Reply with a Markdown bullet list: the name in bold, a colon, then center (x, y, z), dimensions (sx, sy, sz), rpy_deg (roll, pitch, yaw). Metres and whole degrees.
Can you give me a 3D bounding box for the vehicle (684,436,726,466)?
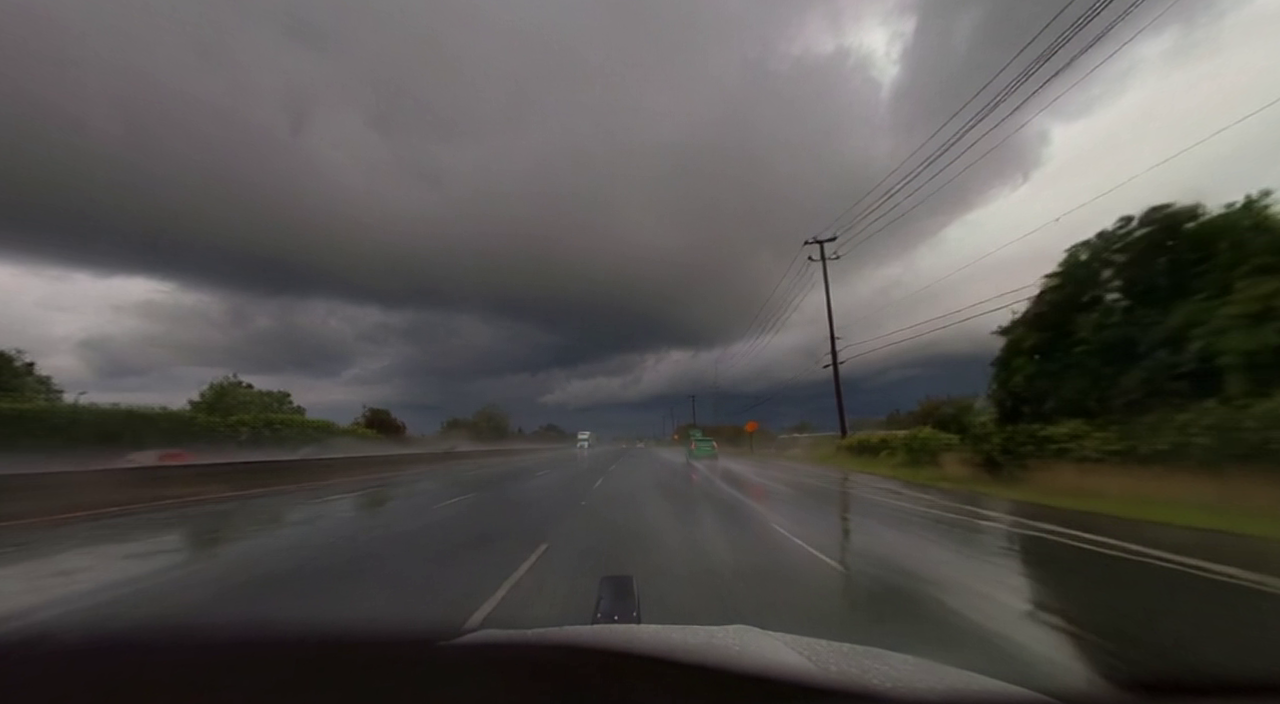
- **vehicle**: center (3.653, 5.649, 36.159), dimensions (1.977, 1.581, 4.428), rpy_deg (-1, -8, 0)
